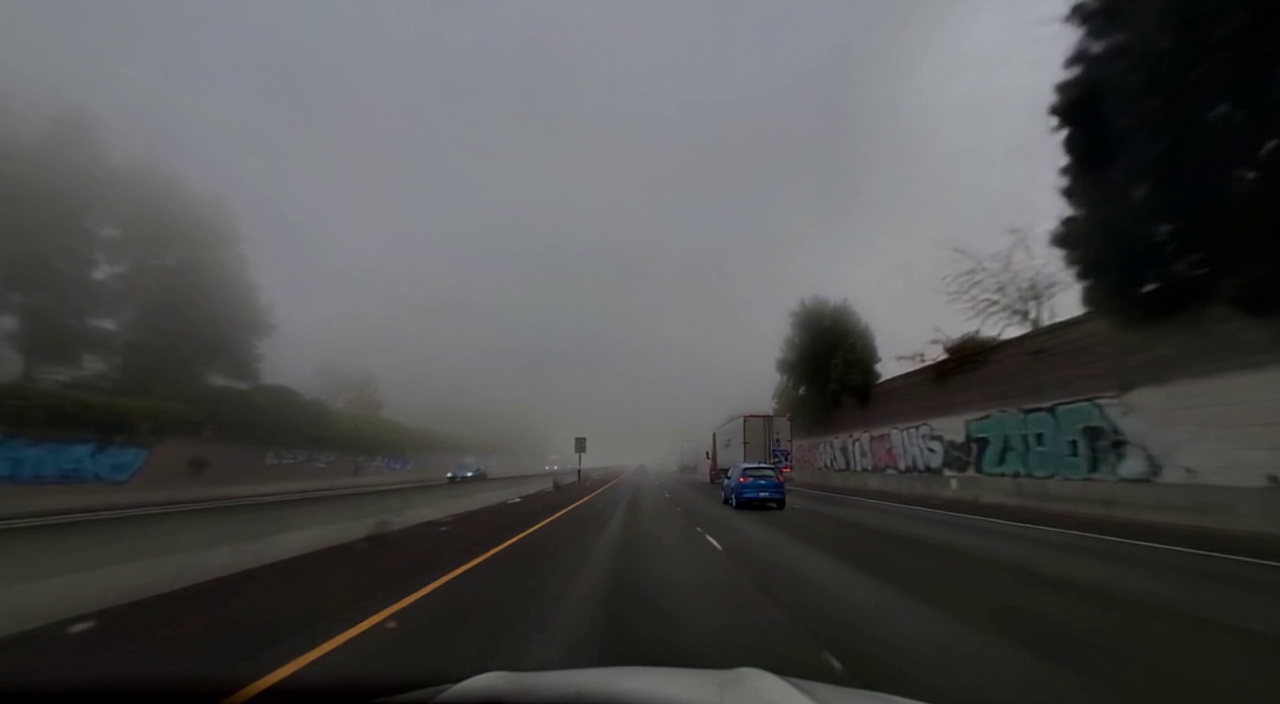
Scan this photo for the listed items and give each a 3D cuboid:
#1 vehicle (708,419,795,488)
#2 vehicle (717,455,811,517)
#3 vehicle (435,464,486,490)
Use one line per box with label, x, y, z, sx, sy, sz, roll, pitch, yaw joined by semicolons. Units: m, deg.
vehicle;7.567;7.549;46.006;3.298;4.017;16.824;1;-10;0
vehicle;3.491;3.850;18.395;2.011;1.574;3.512;1;-10;0
vehicle;-12.216;8.512;43.210;2.001;1.609;4.720;0;-10;1
